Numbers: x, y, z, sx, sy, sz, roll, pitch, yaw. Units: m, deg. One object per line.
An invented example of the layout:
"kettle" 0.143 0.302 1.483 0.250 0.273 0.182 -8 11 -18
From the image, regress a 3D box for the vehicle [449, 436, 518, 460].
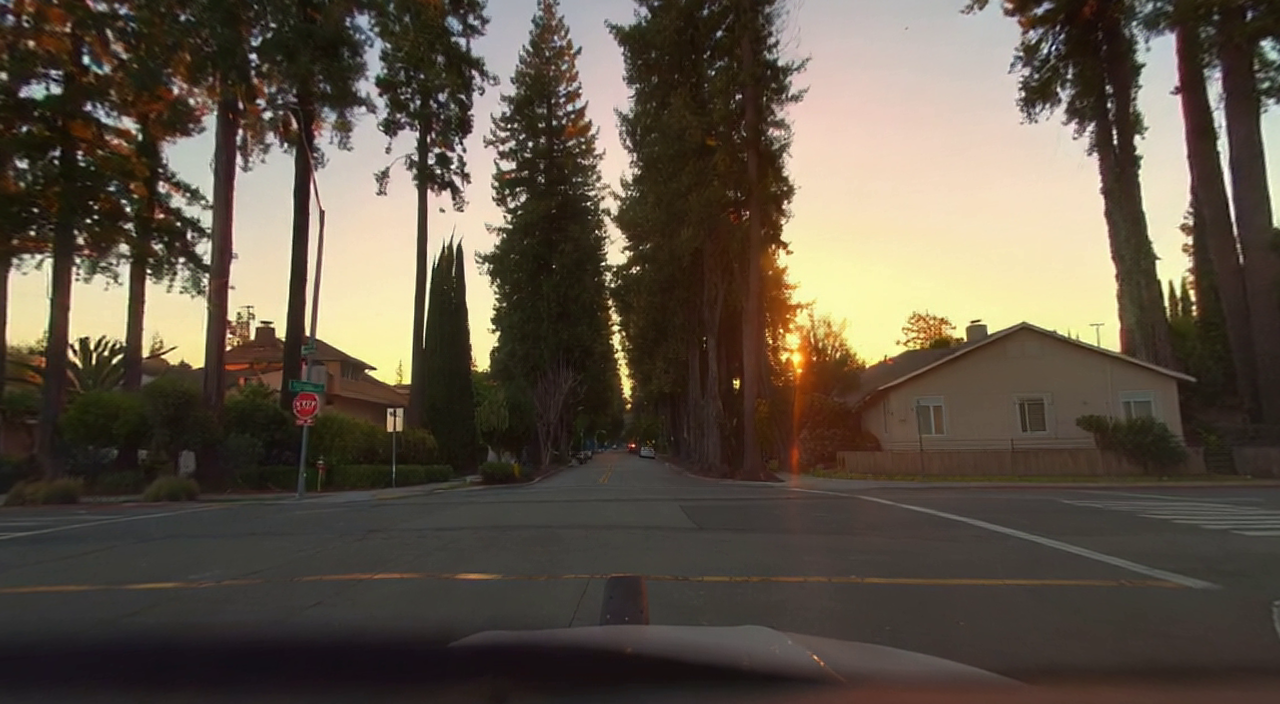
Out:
"vehicle" -11.668 7.202 47.244 4.622 1.782 1.836 0 -8 1
